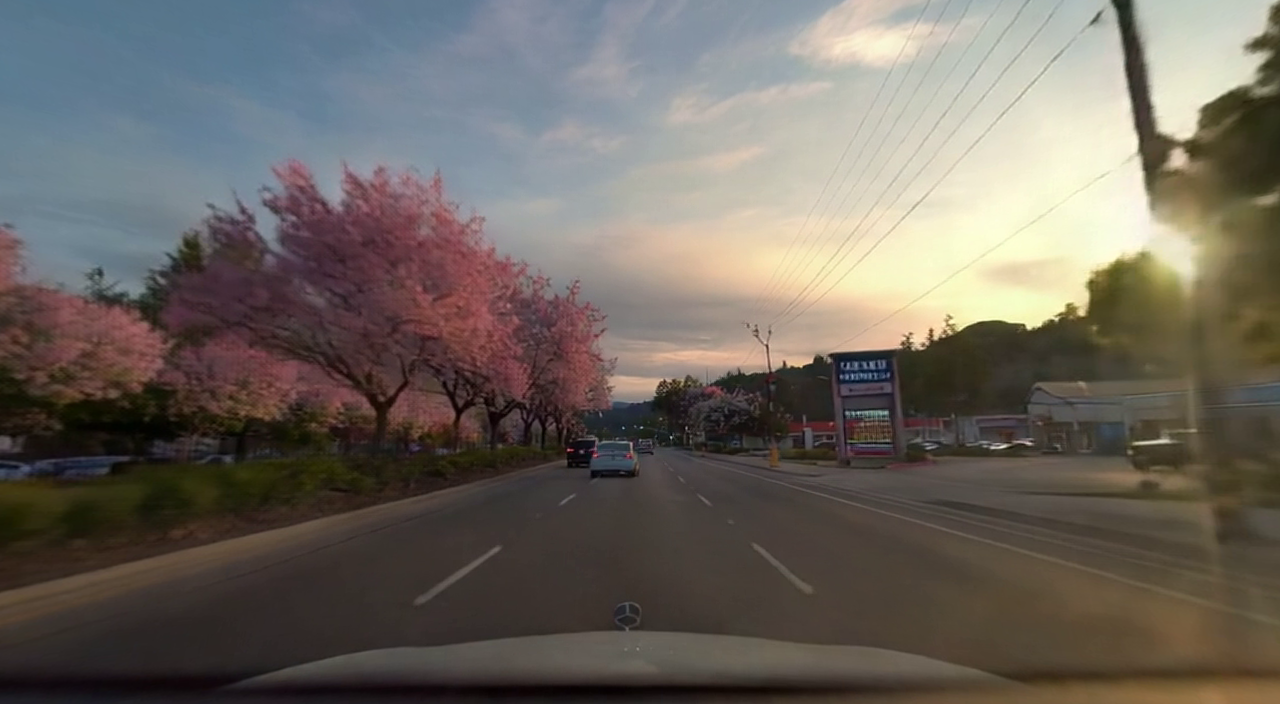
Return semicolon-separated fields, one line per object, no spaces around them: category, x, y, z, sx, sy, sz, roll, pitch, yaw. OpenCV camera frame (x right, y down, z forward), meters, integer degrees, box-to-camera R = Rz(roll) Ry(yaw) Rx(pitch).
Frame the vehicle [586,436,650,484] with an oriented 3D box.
vehicle;-0.776;4.255;25.085;2.149;1.701;4.379;0;-8;3

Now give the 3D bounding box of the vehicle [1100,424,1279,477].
vehicle;23.031;4.176;26.604;2.265;1.904;6.201;-1;-9;-1

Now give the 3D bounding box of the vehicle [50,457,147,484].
vehicle;-34.528;7.540;40.216;1.918;1.457;4.594;0;-8;3

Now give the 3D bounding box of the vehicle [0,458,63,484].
vehicle;-39.194;7.608;40.413;1.878;1.477;3.872;5;-9;-27

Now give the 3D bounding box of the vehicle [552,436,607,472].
vehicle;-3.339;5.764;35.731;2.453;1.844;4.751;0;-8;2
